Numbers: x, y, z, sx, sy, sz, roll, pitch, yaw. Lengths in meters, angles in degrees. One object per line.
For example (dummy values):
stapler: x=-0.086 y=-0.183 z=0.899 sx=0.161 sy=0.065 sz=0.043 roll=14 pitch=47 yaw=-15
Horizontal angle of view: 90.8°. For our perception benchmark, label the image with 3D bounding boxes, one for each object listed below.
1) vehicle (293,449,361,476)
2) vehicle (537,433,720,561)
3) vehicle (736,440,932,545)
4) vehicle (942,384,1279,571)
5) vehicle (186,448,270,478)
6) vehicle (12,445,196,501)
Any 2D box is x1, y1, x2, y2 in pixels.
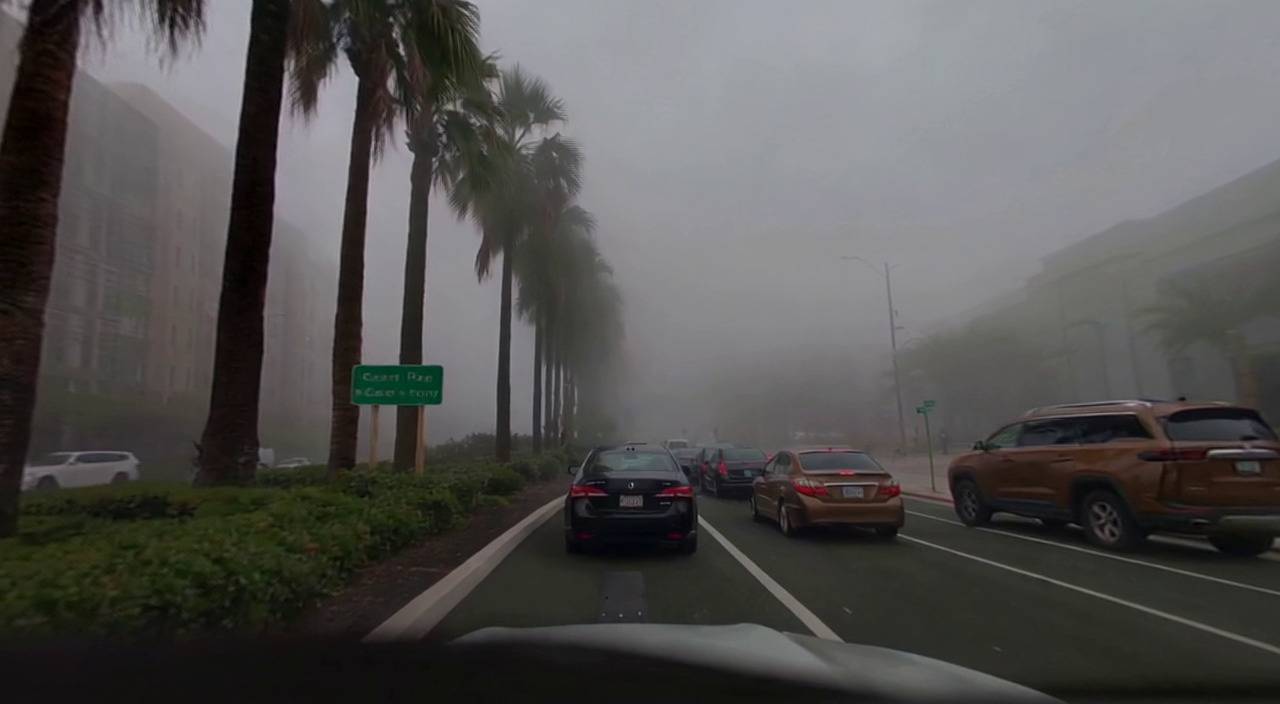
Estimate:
vehicle: x=-20.736 y=7.308 z=42.138 sx=2.053 sy=1.631 sz=4.900 roll=0 pitch=-9 yaw=0
vehicle: x=-0.162 y=2.018 z=9.518 sx=2.158 sy=1.498 sz=3.919 roll=0 pitch=-8 yaw=-1
vehicle: x=3.070 y=2.311 z=11.148 sx=1.925 sy=1.451 sz=4.436 roll=0 pitch=-8 yaw=-2
vehicle: x=7.208 y=1.802 z=9.875 sx=2.254 sy=2.072 sz=5.577 roll=0 pitch=-8 yaw=1
vehicle: x=-28.346 y=7.595 z=43.737 sx=2.115 sy=1.884 sz=5.481 roll=0 pitch=-8 yaw=-1
vehicle: x=-20.372 y=4.566 z=24.511 sx=2.306 sy=1.880 sz=5.537 roll=0 pitch=-8 yaw=-1
